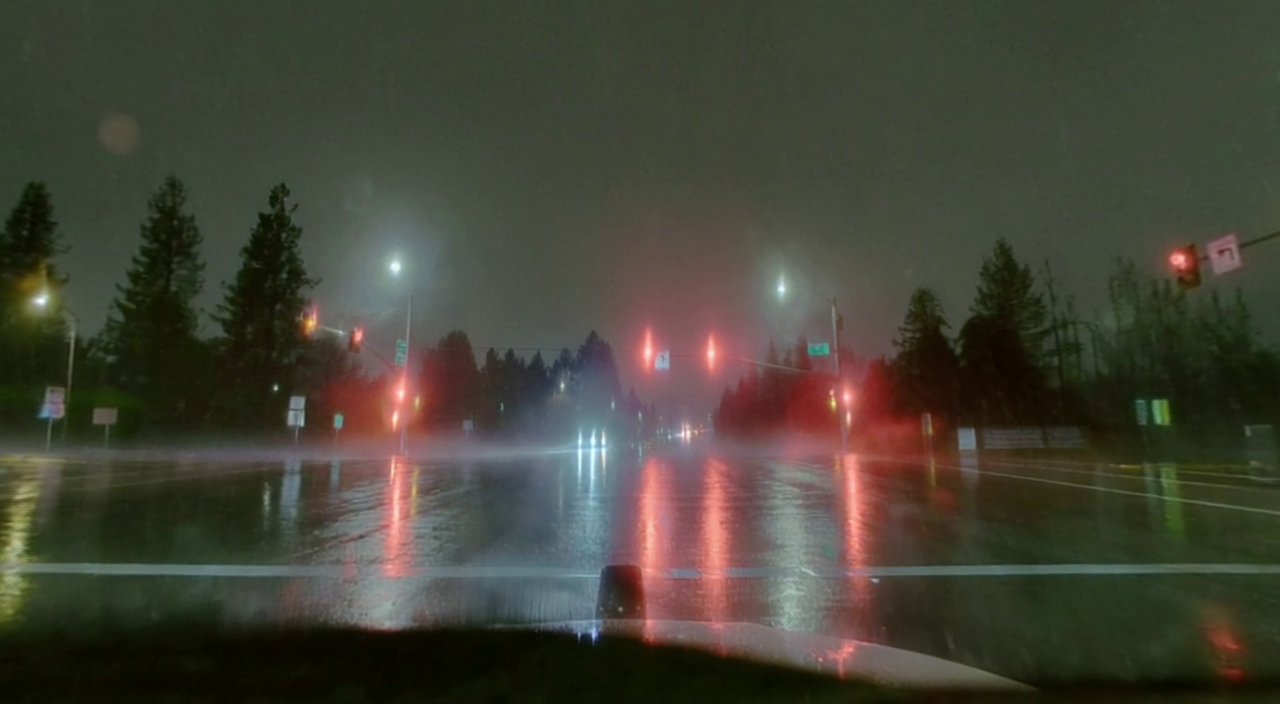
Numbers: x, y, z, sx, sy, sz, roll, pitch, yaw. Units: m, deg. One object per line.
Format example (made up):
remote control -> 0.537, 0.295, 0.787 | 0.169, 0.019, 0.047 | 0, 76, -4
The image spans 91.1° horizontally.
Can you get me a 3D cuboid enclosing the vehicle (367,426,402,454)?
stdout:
vehicle -> -19.913, 6.860, 48.902 | 1.873, 2.079, 2.879 | 5, -10, -33
